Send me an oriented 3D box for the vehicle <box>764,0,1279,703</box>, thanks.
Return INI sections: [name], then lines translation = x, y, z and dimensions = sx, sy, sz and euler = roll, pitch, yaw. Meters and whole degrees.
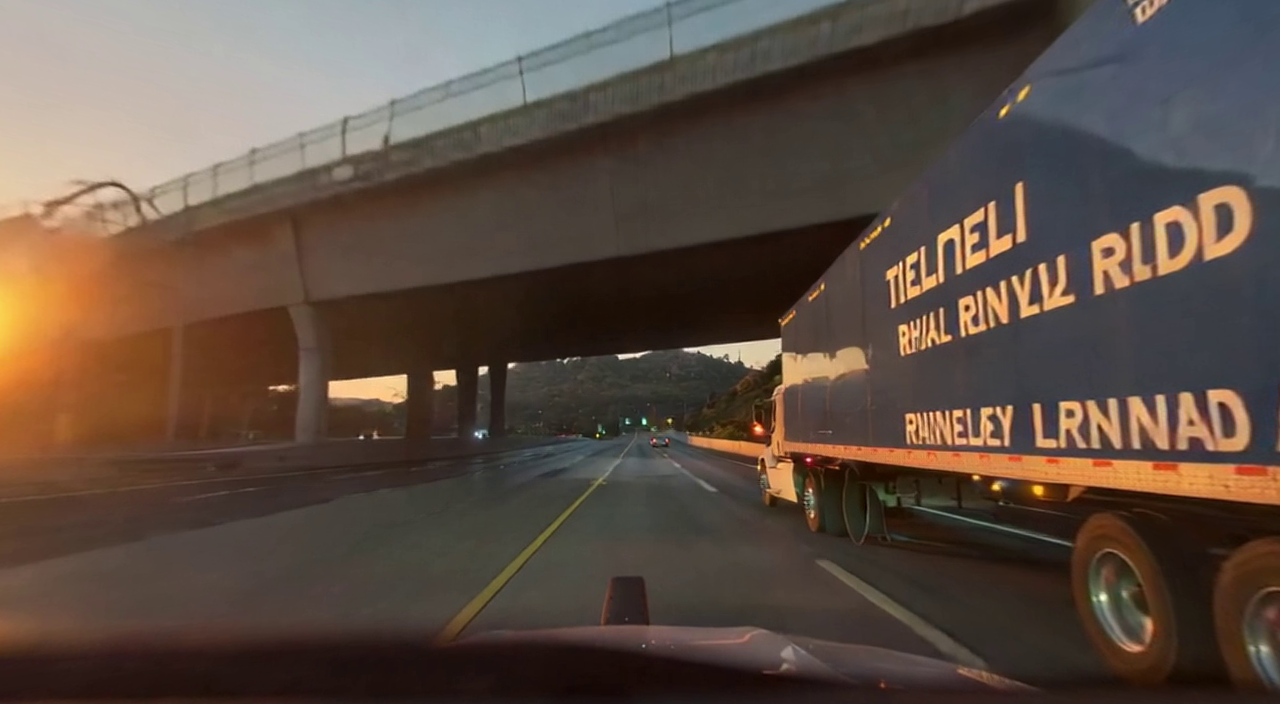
[vehicle]
translation = 4.170, 0.351, 6.604
dimensions = 3.006, 4.093, 14.142
euler = 0, -8, 1
